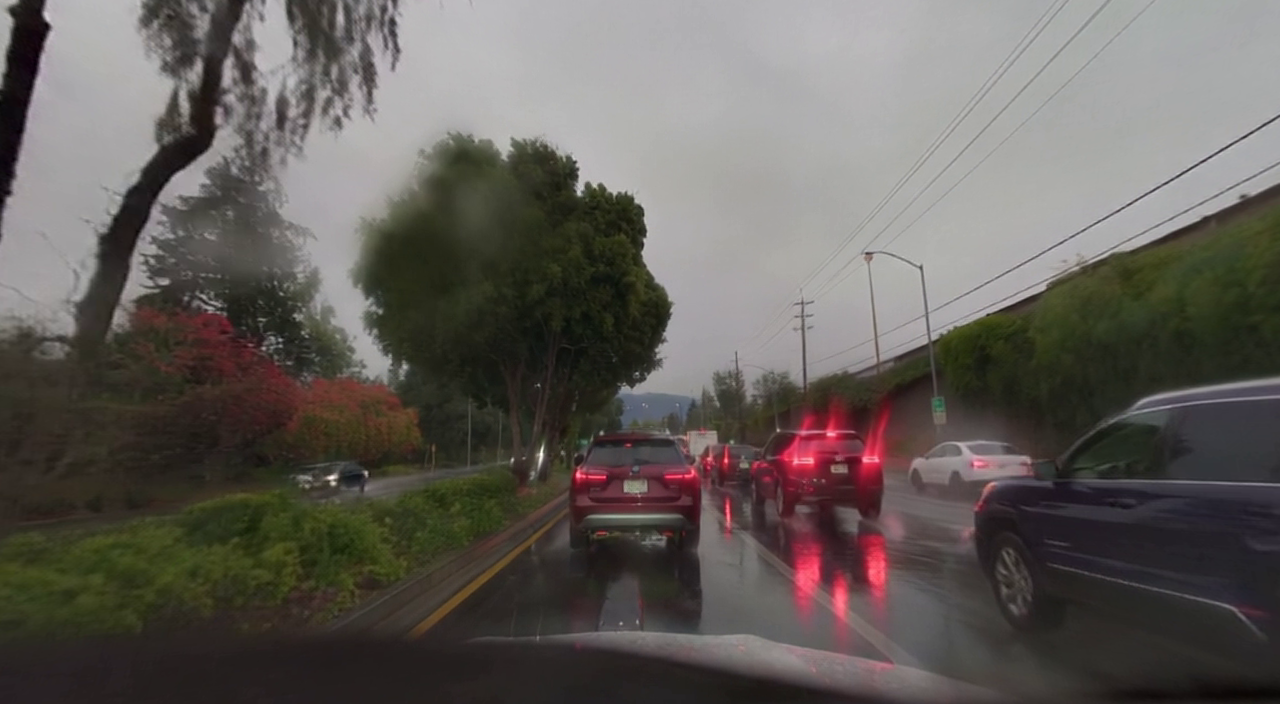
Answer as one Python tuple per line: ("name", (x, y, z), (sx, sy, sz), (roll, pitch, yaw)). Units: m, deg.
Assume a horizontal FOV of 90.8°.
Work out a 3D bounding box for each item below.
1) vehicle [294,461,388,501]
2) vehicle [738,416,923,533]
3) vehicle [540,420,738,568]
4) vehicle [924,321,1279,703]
("vehicle", (-13.299, 5.725, 28.453), (1.960, 1.491, 4.700), (0, -8, -1))
("vehicle", (3.346, 2.261, 12.281), (2.097, 1.818, 4.625), (0, -8, -1))
("vehicle", (-0.041, 1.905, 9.255), (2.199, 1.641, 4.232), (0, -8, -1))
("vehicle", (3.528, 0.875, 3.390), (2.001, 1.707, 4.250), (0, -8, 0))
